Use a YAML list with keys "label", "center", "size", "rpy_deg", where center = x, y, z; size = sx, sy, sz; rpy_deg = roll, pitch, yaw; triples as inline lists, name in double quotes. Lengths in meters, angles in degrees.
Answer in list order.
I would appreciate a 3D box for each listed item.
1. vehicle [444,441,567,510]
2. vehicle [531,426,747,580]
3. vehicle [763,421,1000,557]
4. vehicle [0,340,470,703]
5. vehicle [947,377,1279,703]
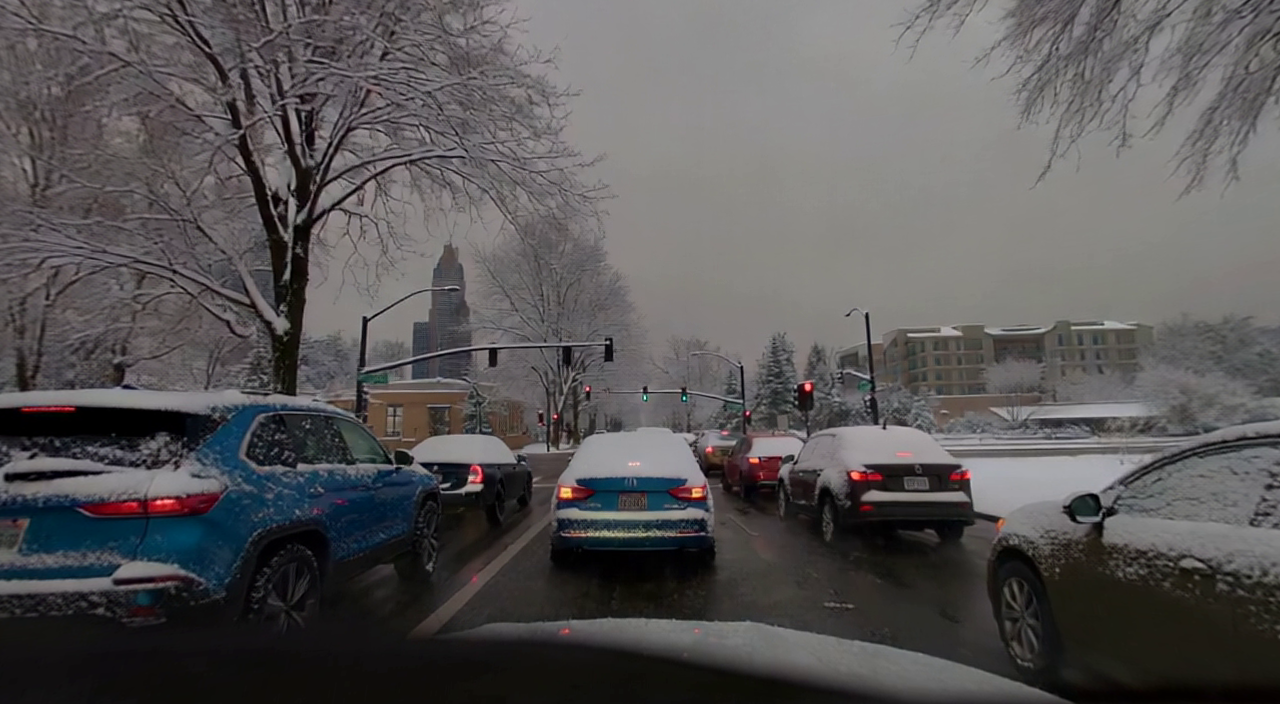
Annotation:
- label: "vehicle"
  center: [-3.060, 2.902, 15.312]
  size: [1.975, 1.420, 4.196]
  rpy_deg: [-1, -9, 1]
- label: "vehicle"
  center: [-0.033, 1.802, 8.324]
  size: [2.147, 1.507, 3.953]
  rpy_deg: [0, -8, -1]
- label: "vehicle"
  center: [3.411, 2.019, 10.019]
  size: [2.040, 1.647, 4.379]
  rpy_deg: [0, -9, 0]
- label: "vehicle"
  center: [-3.145, 1.163, 5.052]
  size: [2.168, 1.750, 4.625]
  rpy_deg: [-1, -9, 1]
- label: "vehicle"
  center: [3.322, 0.962, 2.822]
  size: [1.899, 1.588, 3.888]
  rpy_deg: [0, -8, 0]
